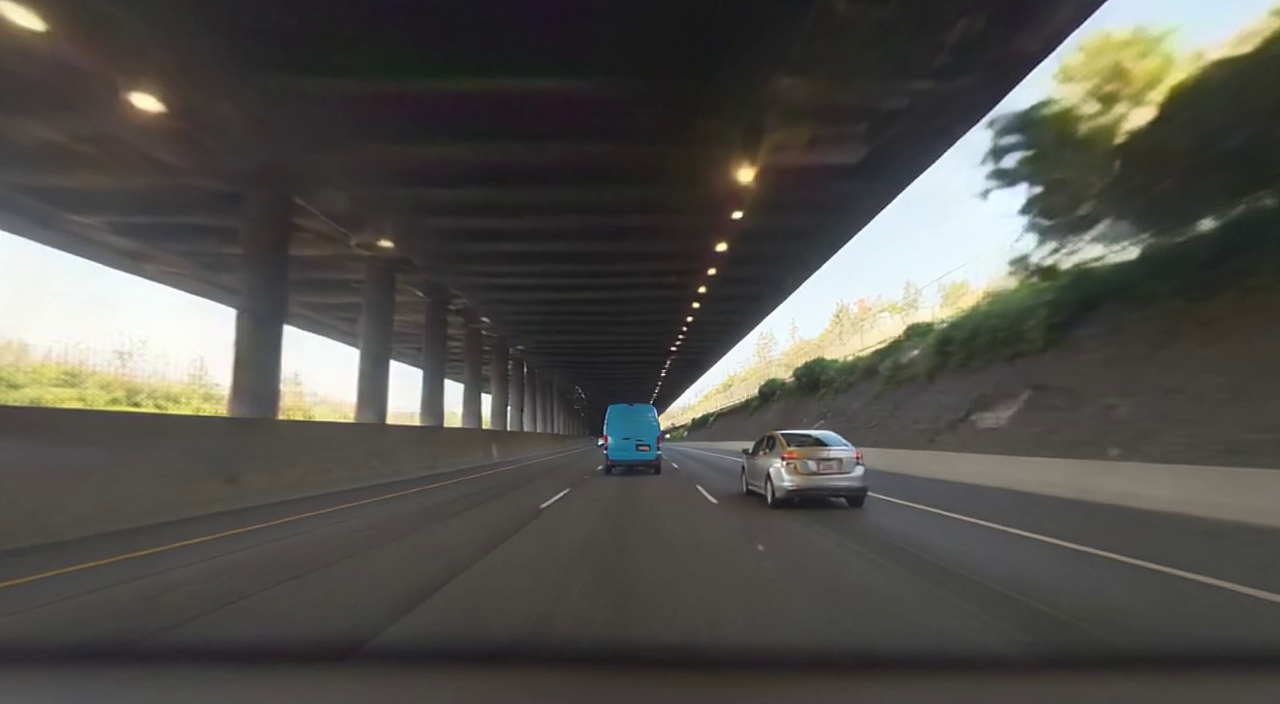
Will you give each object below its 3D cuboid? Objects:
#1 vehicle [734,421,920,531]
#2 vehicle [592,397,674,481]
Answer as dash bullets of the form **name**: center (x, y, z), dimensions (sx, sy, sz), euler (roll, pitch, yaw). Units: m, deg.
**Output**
- **vehicle**: center (3.002, 2.070, 11.139), dimensions (2.095, 1.553, 4.069), euler (0, -8, 1)
- **vehicle**: center (-0.146, 2.923, 21.208), dimensions (2.404, 2.459, 5.229), euler (-1, -8, 1)
